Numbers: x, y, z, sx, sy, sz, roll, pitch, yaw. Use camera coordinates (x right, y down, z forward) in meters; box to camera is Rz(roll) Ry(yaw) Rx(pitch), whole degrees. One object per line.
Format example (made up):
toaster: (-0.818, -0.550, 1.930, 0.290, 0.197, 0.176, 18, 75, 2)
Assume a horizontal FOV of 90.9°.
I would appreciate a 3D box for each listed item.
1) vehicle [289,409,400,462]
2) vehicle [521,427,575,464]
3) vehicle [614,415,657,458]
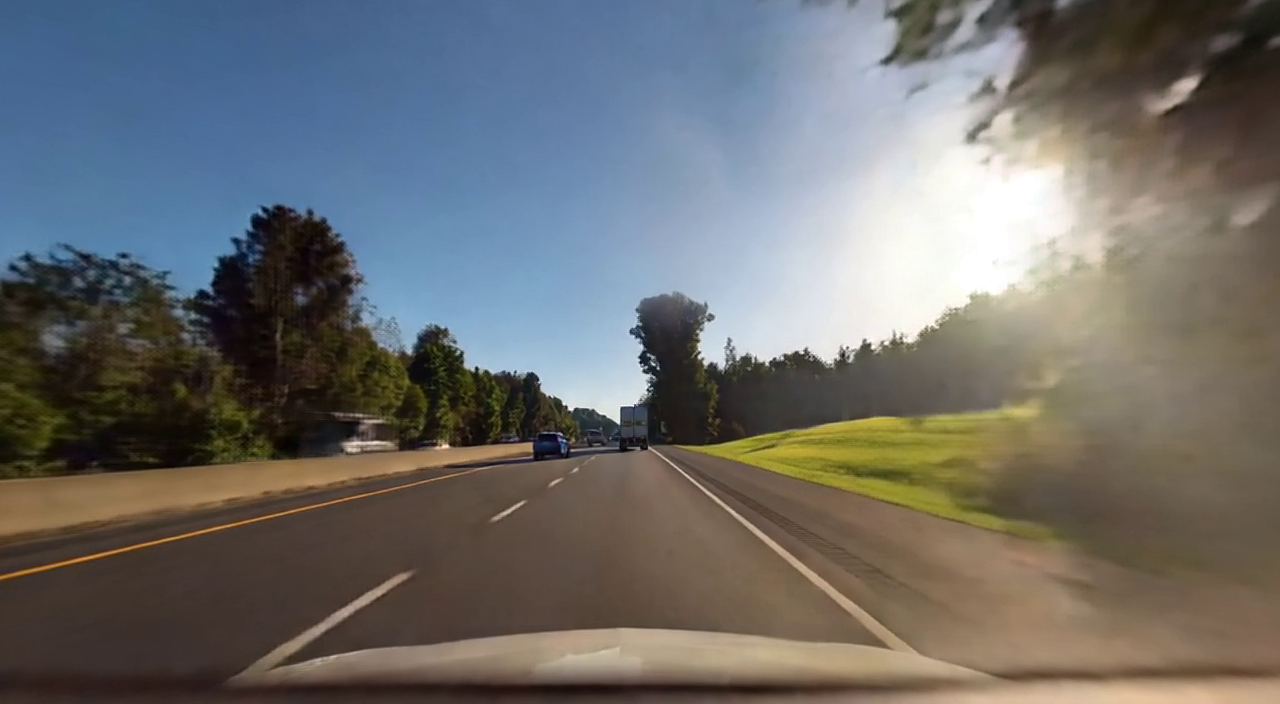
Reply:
vehicle: (-13.282, 3.822, 28.856, 2.346, 2.195, 5.536, 0, -8, 0)
vehicle: (-4.568, 4.686, 31.864, 2.049, 1.726, 4.291, 0, -8, 0)
vehicle: (-0.324, 5.343, 39.891, 2.526, 2.531, 5.026, 0, -8, -1)
